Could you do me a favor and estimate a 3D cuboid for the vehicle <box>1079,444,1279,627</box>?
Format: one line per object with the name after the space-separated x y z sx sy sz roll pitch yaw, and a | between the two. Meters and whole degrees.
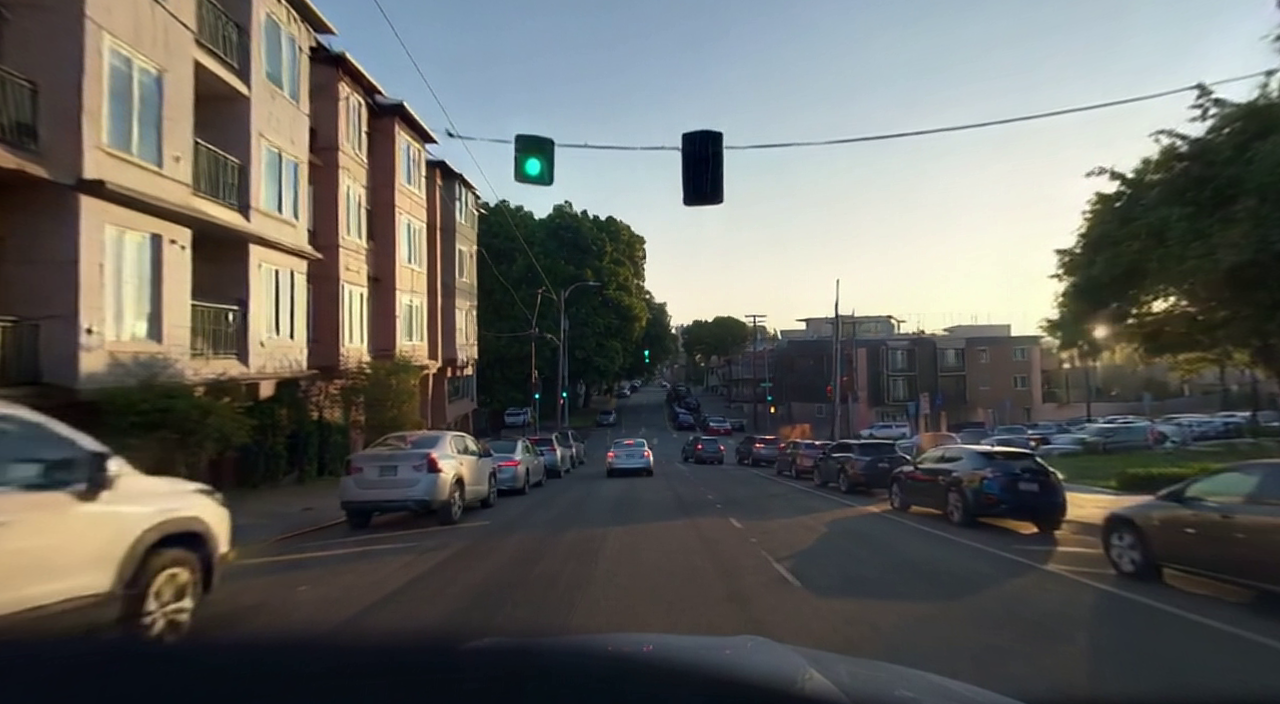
6.160 1.544 5.425 1.814 1.490 4.109 0 -8 1 | vehicle

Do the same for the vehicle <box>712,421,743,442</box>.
6.538 6.021 47.656 1.815 1.519 3.491 0 -8 0 | vehicle

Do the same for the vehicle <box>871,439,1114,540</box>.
6.211 2.435 11.914 1.980 1.518 4.526 0 -8 0 | vehicle

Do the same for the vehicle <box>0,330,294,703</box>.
-3.680 0.805 2.704 1.975 1.759 4.250 0 -8 -1 | vehicle

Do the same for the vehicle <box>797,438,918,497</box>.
6.113 3.292 18.346 1.938 1.487 4.371 0 -8 0 | vehicle

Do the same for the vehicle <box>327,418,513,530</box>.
-3.683 2.103 11.390 1.831 1.650 3.852 0 -8 2 | vehicle

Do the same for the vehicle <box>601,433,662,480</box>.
-0.271 3.626 22.105 1.923 1.460 3.923 0 -8 0 | vehicle

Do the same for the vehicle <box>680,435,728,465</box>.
3.235 5.084 32.823 2.055 1.450 4.676 0 -8 0 | vehicle

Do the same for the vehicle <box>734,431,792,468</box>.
6.151 4.931 32.048 1.999 1.752 4.502 0 -8 0 | vehicle

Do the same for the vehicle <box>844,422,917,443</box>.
18.317 6.191 48.113 4.738 1.537 1.960 0 -8 2 | vehicle
